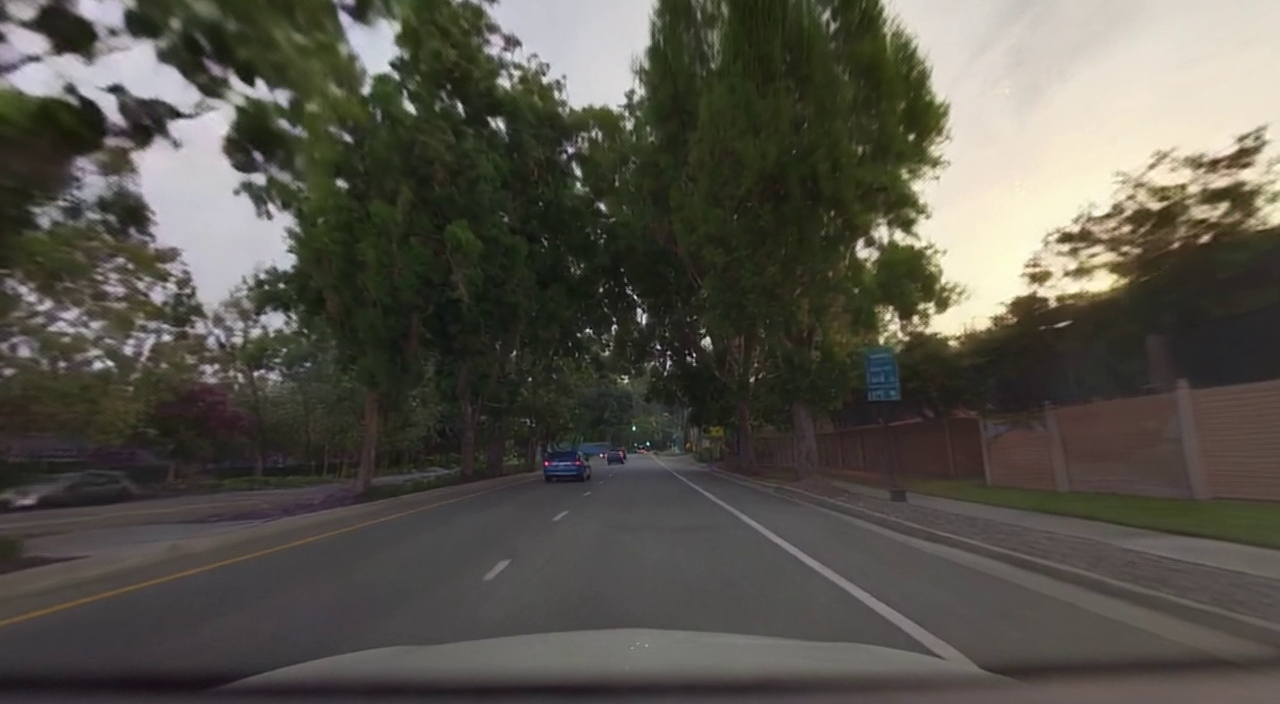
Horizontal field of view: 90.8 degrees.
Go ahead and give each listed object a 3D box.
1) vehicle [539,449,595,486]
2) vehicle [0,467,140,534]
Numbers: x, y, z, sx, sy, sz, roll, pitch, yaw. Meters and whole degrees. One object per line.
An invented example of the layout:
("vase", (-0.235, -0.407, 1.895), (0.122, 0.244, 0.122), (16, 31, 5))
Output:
("vehicle", (-3.099, 5.007, 27.738), (1.870, 1.431, 4.317), (0, -9, 1))
("vehicle", (-16.923, 4.069, 17.689), (1.992, 1.483, 4.649), (0, -8, 1))
